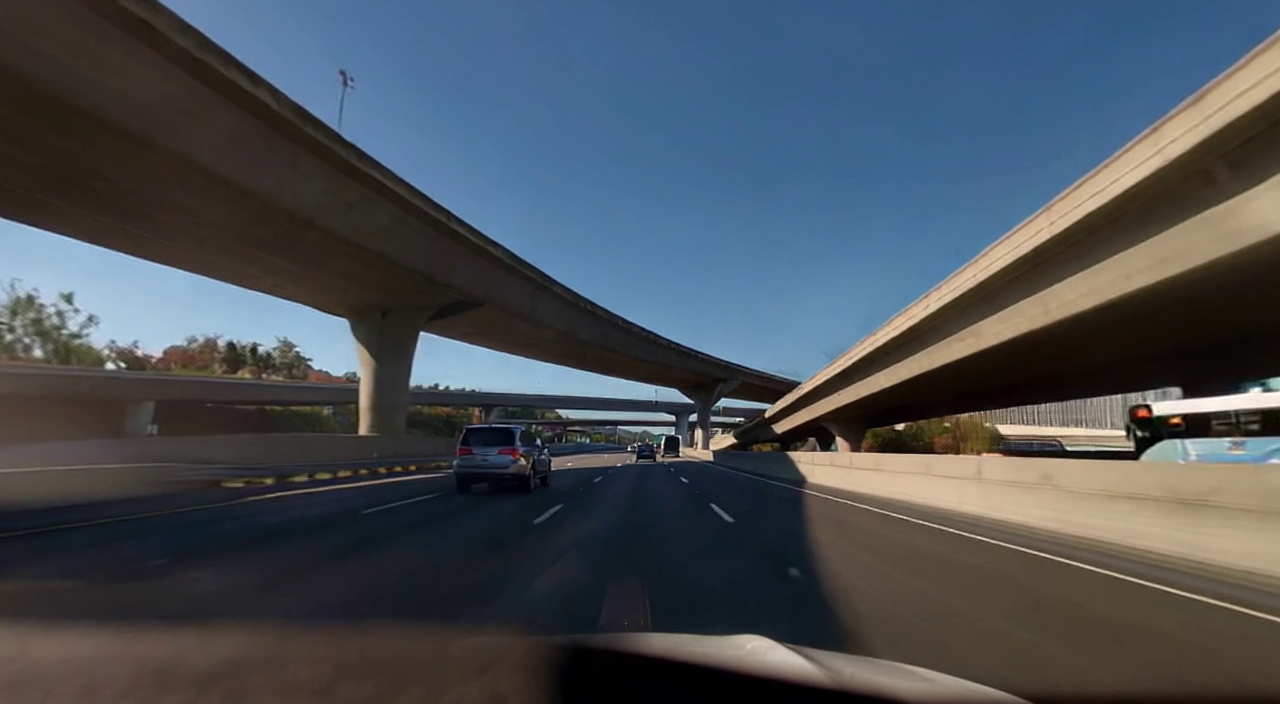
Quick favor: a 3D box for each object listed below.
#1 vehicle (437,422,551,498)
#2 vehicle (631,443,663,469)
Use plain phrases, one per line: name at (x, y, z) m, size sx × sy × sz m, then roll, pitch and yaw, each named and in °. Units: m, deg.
vehicle at (-4.076, 3.132, 18.560) m, size 2.147 × 1.918 × 4.834 m, roll 0°, pitch -9°, yaw 1°
vehicle at (0.467, 7.135, 43.481) m, size 2.052 × 1.711 × 4.223 m, roll 0°, pitch -9°, yaw 0°
